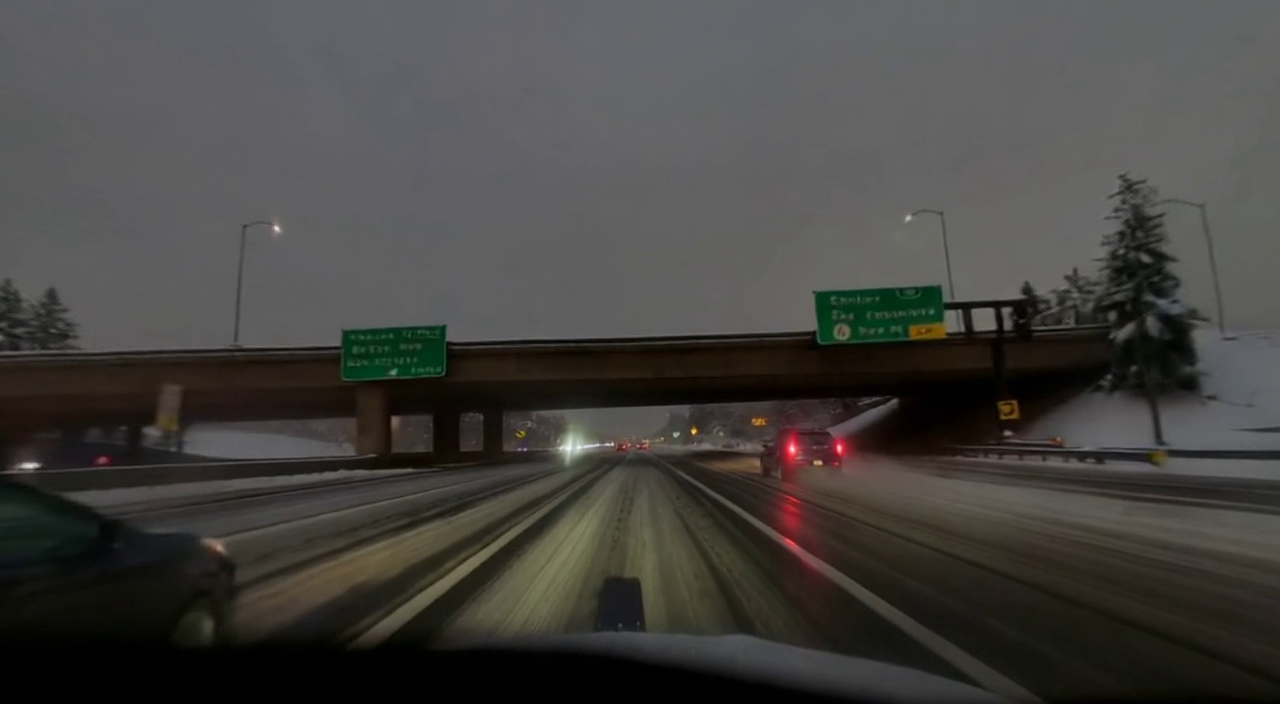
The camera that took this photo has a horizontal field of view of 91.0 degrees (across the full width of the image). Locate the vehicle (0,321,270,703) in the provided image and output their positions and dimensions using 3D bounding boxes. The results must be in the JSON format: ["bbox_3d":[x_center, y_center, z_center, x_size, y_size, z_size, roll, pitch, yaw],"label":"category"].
[{"bbox_3d":[-3.396,0.644,1.448,2.203,1.734,4.600,0,-9,1],"label":"vehicle"}]
